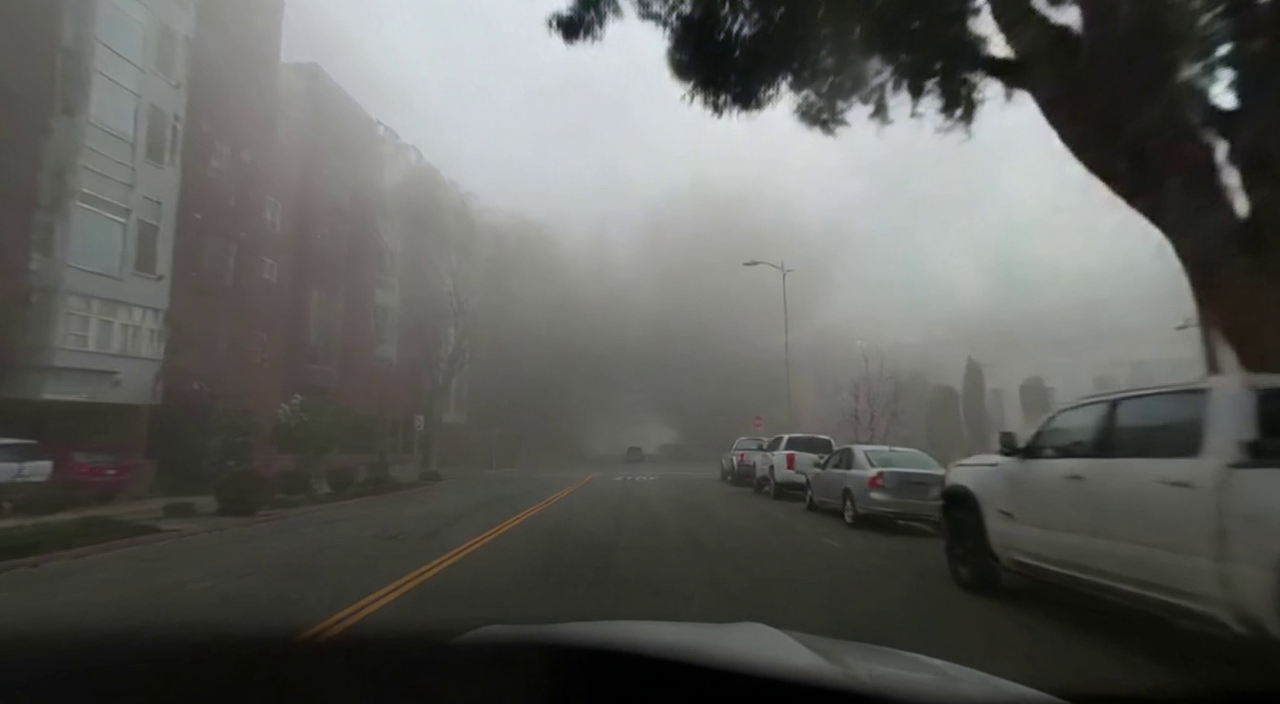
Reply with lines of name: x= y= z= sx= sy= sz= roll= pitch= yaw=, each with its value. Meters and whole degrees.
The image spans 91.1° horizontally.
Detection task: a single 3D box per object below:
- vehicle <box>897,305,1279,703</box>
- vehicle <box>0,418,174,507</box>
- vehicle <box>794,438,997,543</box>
vehicle: x=4.018 y=0.962 z=4.013 sx=2.292 sy=1.974 sz=5.853 roll=0 pitch=-8 yaw=0
vehicle: x=-16.441 y=3.080 z=17.338 sx=5.490 sy=2.067 sz=2.220 roll=-5 pitch=-7 yaw=1
vehicle: x=4.227 y=2.323 z=11.268 sx=1.801 sy=1.491 sz=4.308 roll=0 pitch=-8 yaw=0
